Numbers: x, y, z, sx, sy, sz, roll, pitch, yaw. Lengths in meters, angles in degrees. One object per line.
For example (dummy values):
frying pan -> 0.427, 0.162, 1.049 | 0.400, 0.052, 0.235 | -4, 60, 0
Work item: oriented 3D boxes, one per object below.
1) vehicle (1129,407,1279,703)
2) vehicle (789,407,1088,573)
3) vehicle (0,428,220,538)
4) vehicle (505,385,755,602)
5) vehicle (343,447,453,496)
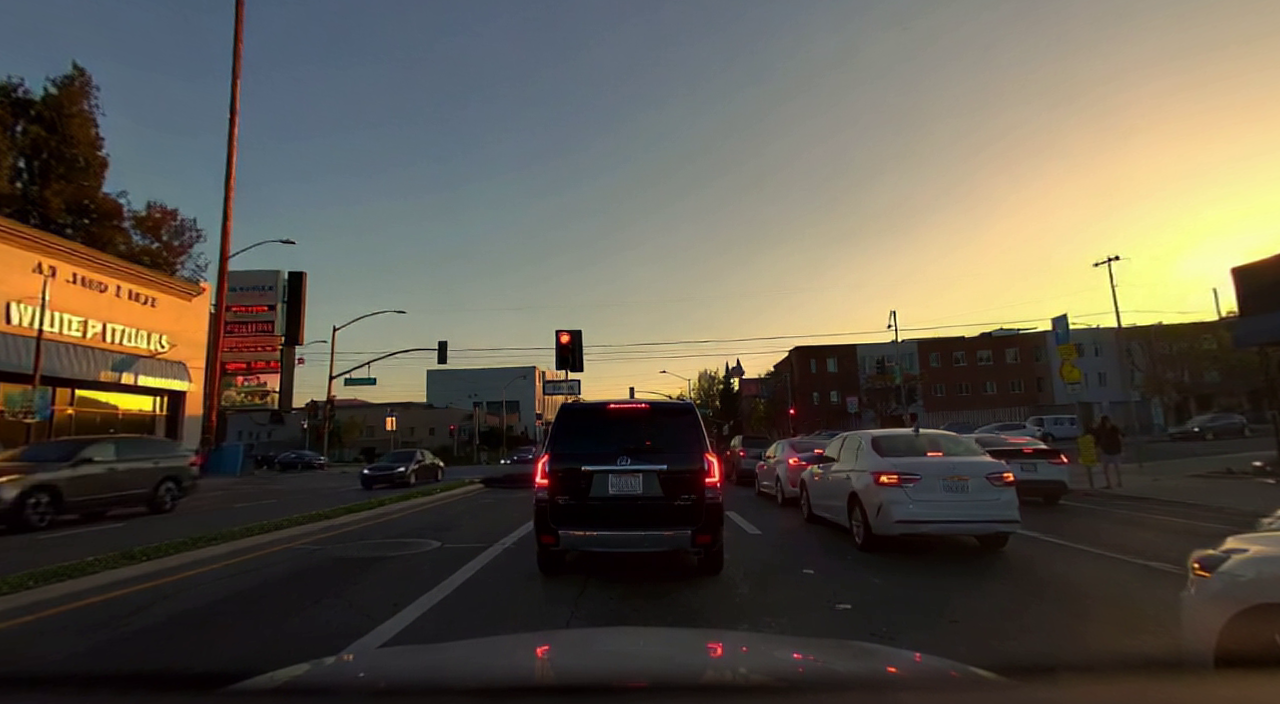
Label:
vehicle -> 3.370, 0.724, 0.809 | 1.884, 1.484, 4.609 | 0, -8, 2
vehicle -> 3.627, 1.752, 8.793 | 2.036, 1.719, 4.318 | 0, -8, 0
vehicle -> -11.868, 2.606, 13.326 | 2.224, 1.840, 5.290 | 0, -8, 1
vehicle -> -0.002, 1.534, 7.672 | 2.154, 1.861, 4.280 | 0, -8, 2
vehicle -> -8.146, 4.043, 21.715 | 1.930, 1.484, 4.252 | 0, -8, 2
